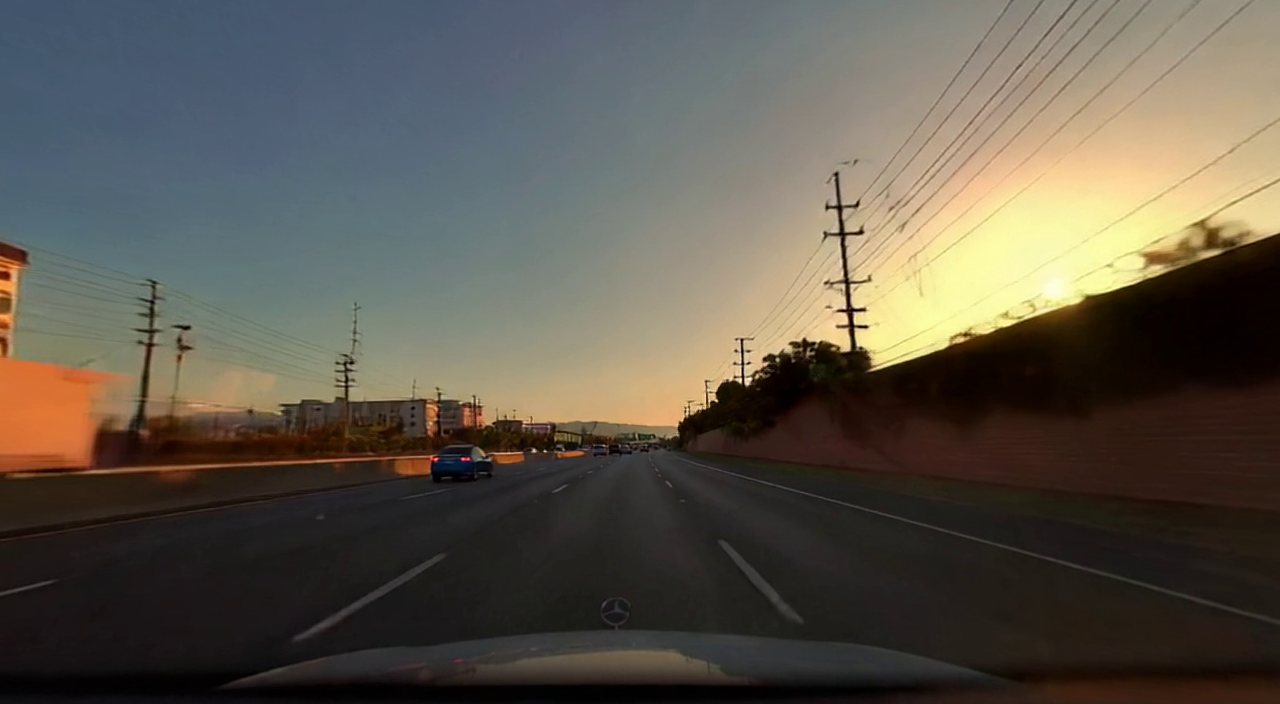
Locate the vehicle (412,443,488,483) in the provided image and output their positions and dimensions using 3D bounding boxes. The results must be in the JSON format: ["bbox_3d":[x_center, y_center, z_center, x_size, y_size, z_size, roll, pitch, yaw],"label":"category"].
[{"bbox_3d":[-8.055,4.702,27.136,2.013,1.574,3.923,0,-8,0],"label":"vehicle"}]
